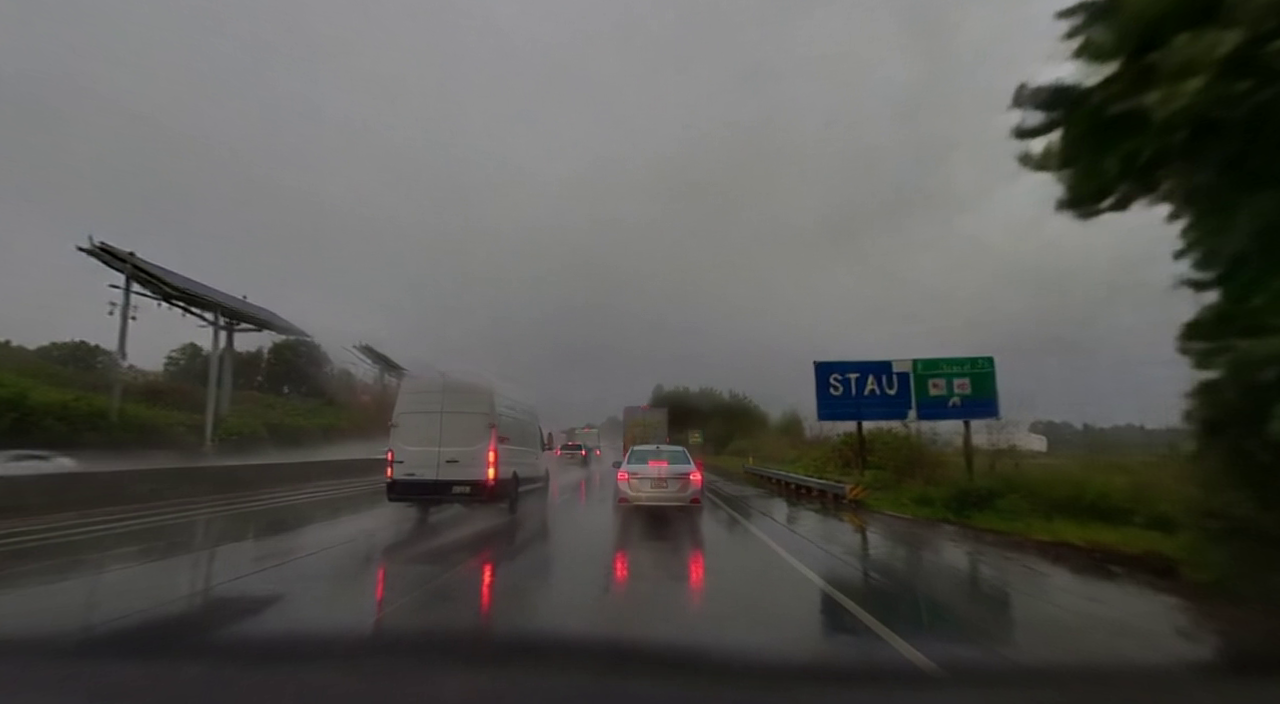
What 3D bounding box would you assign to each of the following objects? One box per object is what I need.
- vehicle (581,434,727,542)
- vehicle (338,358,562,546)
[{"bbox_3d":[0.185,2.201,10.742,2.063,1.507,3.488,0,-9,0],"label":"vehicle"},{"bbox_3d":[-3.199,1.970,12.681,2.289,2.757,6.726,0,-9,1],"label":"vehicle"}]
